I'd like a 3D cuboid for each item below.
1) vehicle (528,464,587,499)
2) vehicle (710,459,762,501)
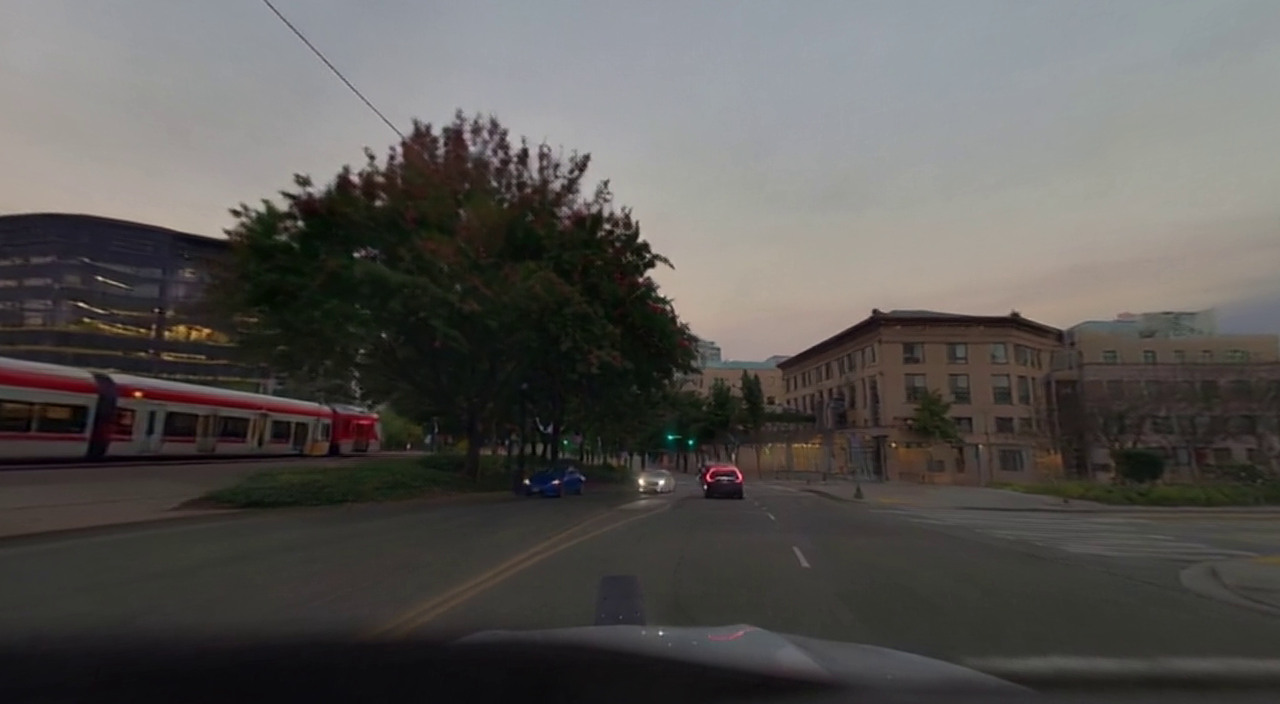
[{"bbox_3d":[-4.123,6.553,32.287,2.042,1.531,4.403,-1,-9,6],"label":"vehicle"},{"bbox_3d":[4.601,6.164,30.687,2.263,1.765,4.237,-1,-9,7],"label":"vehicle"}]
